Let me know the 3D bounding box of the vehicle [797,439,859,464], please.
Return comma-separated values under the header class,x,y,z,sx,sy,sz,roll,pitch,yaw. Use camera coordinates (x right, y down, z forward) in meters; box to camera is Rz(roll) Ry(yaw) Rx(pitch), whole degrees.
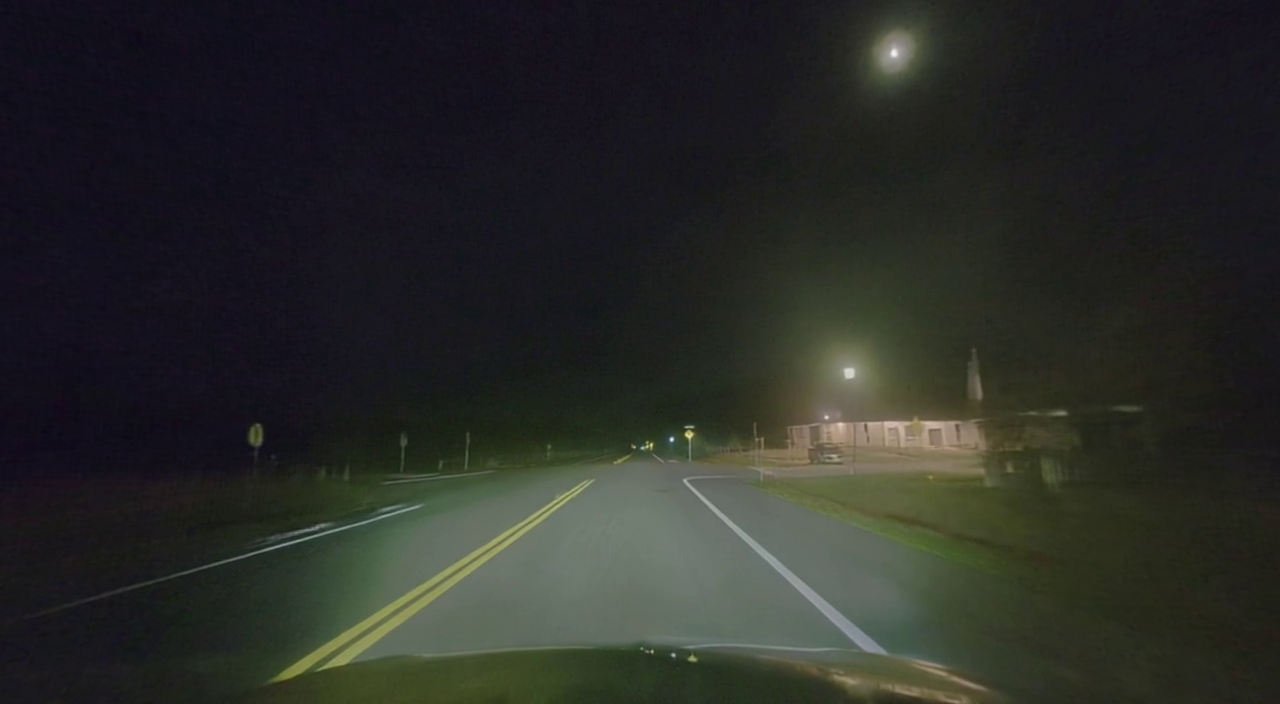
class,x,y,z,sx,sy,sz,roll,pitch,yaw
vehicle,14.591,7.780,49.226,2.037,1.829,4.919,3,-9,-20
